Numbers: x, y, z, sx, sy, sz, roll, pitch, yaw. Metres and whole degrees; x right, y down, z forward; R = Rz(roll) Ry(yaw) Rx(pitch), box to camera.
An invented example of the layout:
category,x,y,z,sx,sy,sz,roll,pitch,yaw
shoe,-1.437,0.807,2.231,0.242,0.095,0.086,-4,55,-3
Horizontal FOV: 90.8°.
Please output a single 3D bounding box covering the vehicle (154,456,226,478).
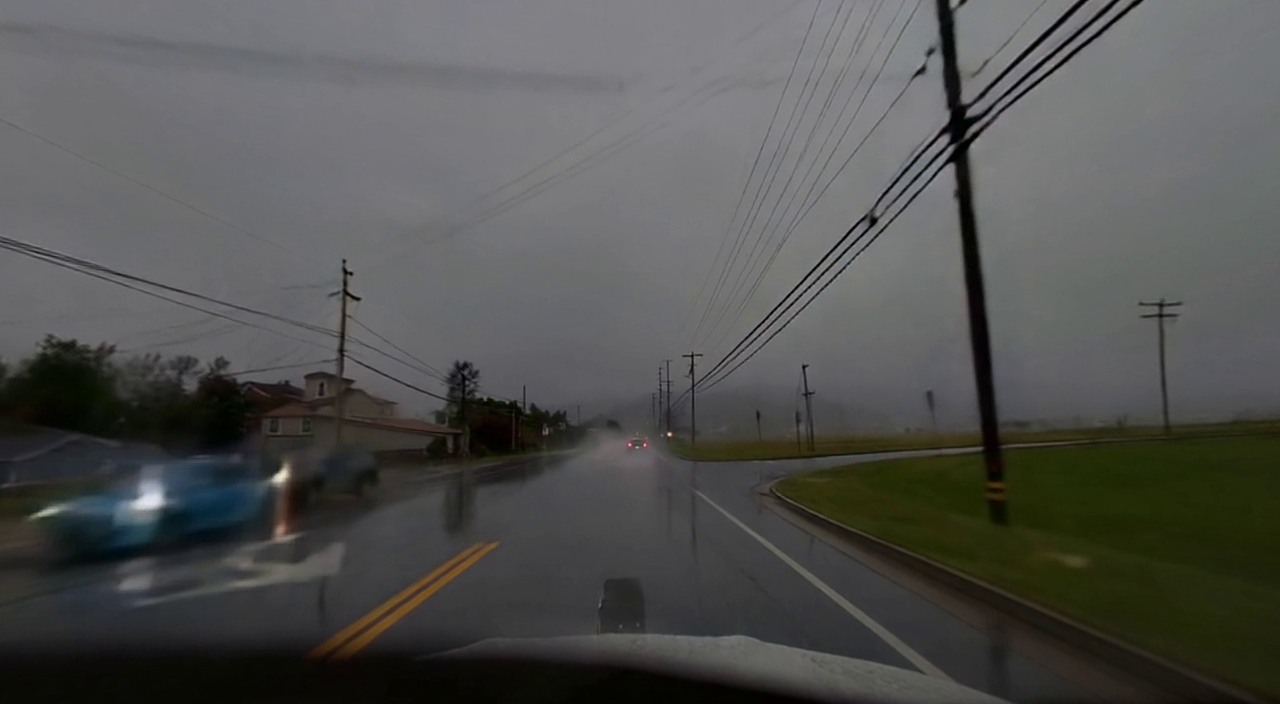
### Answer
category,x,y,z,sx,sy,sz,roll,pitch,yaw
vehicle,-34.814,8.893,48.900,1.808,1.527,4.145,-8,-12,43
